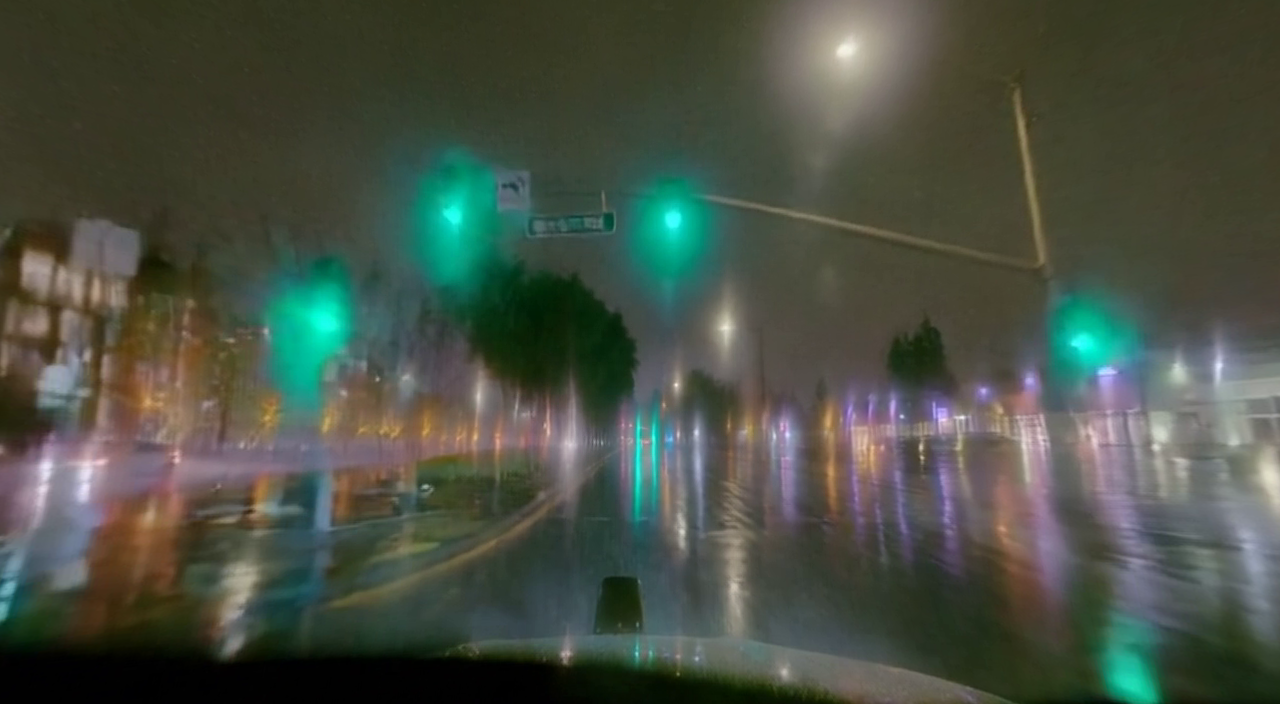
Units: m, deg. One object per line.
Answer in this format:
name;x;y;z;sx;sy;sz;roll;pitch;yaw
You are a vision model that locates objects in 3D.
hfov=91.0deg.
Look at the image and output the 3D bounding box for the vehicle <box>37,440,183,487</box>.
vehicle;-21.506;4.517;25.864;2.016;1.705;4.547;-1;-9;0
